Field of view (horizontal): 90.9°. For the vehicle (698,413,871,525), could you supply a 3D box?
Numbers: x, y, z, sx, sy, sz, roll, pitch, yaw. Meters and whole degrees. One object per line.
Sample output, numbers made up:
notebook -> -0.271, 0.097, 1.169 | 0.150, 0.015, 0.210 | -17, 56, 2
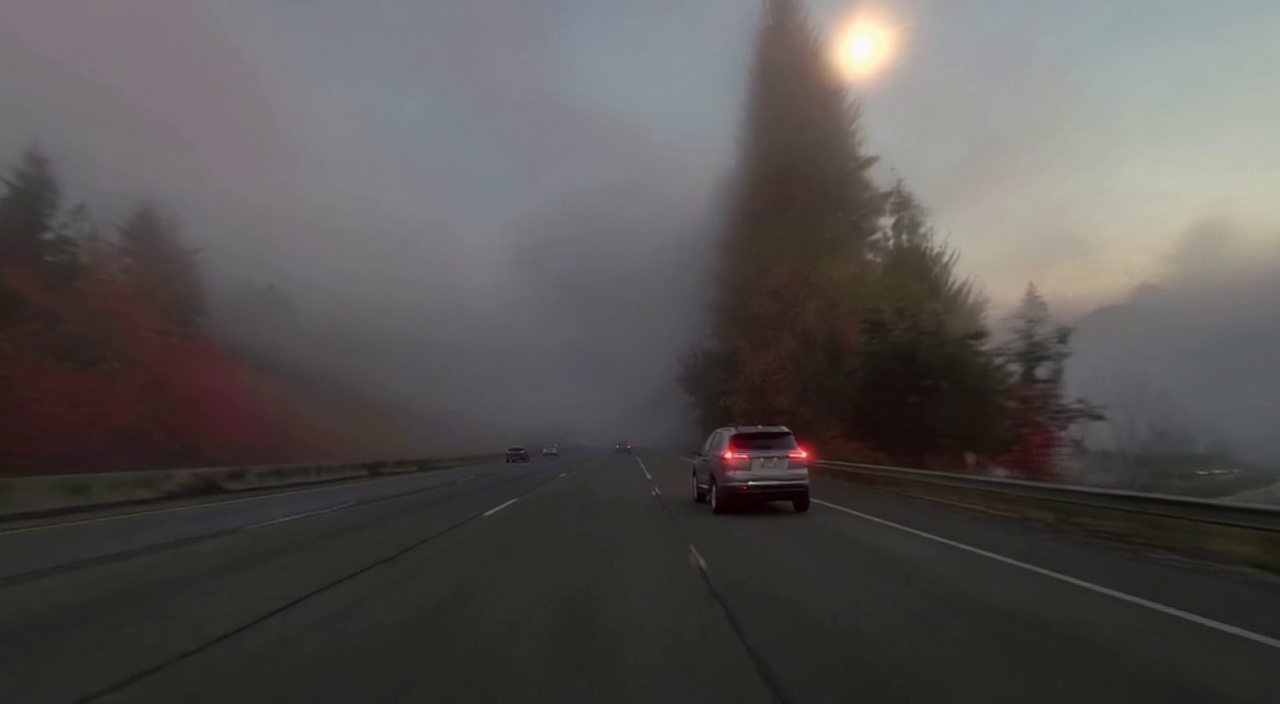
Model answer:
vehicle -> 2.406, 2.099, 11.814 | 2.120, 1.706, 4.226 | 0, -8, -2
